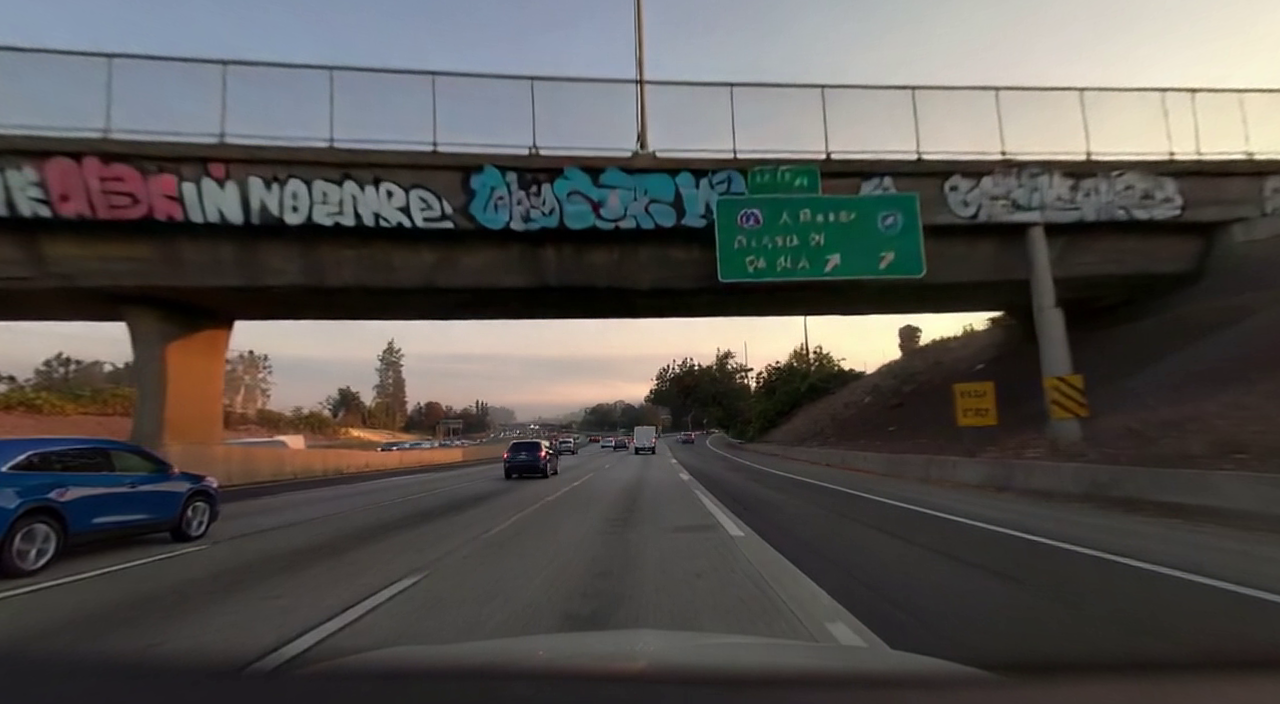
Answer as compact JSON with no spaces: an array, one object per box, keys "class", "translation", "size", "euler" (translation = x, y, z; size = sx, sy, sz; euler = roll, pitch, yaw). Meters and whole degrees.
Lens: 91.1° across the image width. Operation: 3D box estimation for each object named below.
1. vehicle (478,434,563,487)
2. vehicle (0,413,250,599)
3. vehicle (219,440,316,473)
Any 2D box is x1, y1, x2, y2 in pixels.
[{"class":"vehicle","translation":[-4.176,3.870,22.706],"size":[2.154,1.693,4.394],"euler":[0,-8,1]},{"class":"vehicle","translation":[-6.687,1.601,7.137],"size":[1.969,1.633,3.962],"euler":[0,-8,-1]},{"class":"vehicle","translation":[-22.013,6.173,37.437],"size":[2.258,1.762,5.665],"euler":[0,-8,1]}]
